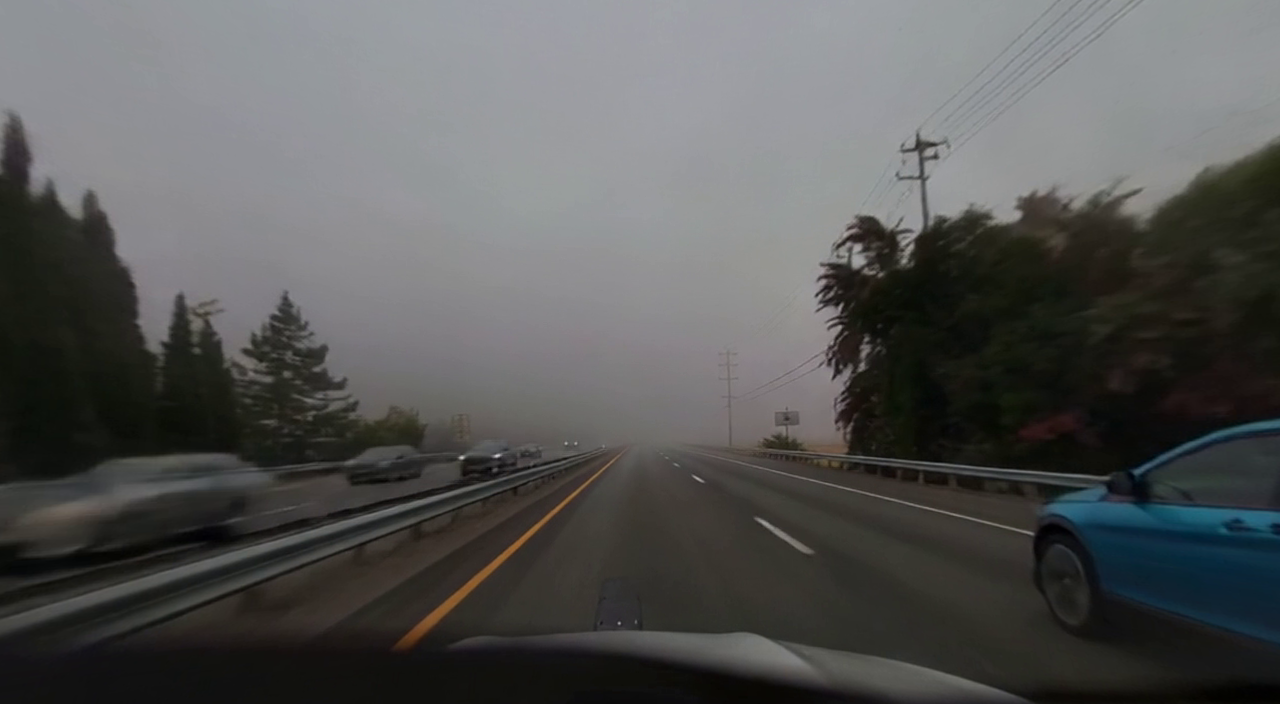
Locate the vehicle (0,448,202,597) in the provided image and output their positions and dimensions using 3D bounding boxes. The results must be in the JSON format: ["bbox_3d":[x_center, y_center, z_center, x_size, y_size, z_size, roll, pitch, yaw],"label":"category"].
[{"bbox_3d":[-7.578,1.911,7.428,2.000,1.485,3.887,0,-8,-1],"label":"vehicle"}]

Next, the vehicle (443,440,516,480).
[{"bbox_3d":[-6.953,4.706,27.696,2.091,1.587,4.158,0,-8,1],"label":"vehicle"}]

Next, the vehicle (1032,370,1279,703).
[{"bbox_3d":[3.733,0.798,2.226,2.032,1.562,4.029,0,-8,0],"label":"vehicle"}]

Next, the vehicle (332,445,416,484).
[{"bbox_3d":[-11.177,4.702,26.643,1.908,1.498,3.773,0,-8,0],"label":"vehicle"}]
